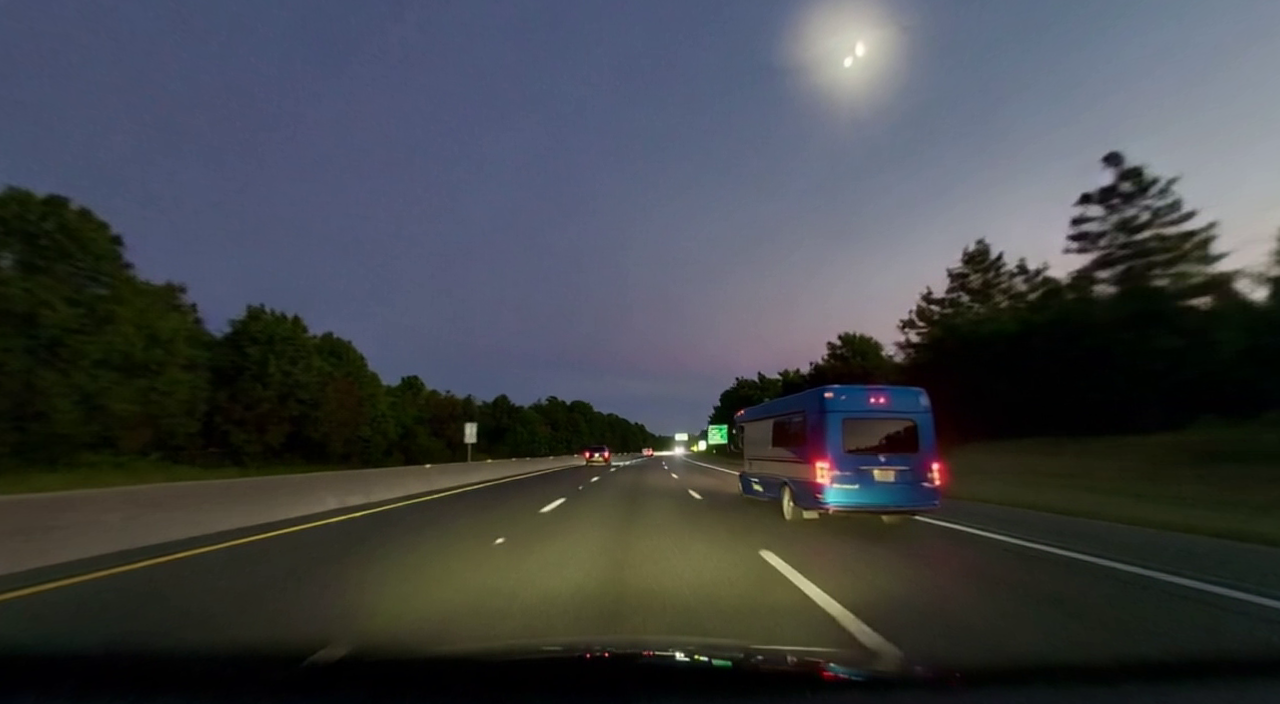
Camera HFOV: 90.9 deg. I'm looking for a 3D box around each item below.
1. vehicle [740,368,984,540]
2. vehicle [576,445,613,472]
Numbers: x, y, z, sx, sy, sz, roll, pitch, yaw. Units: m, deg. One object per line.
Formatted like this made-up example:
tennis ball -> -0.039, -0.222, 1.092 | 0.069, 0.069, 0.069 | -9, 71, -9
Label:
vehicle -> 3.961, 2.074, 13.087 | 2.614, 2.655, 6.429 | 0, -9, -1
vehicle -> -2.934, 7.052, 41.878 | 2.020, 1.619, 4.690 | 0, -9, 1
